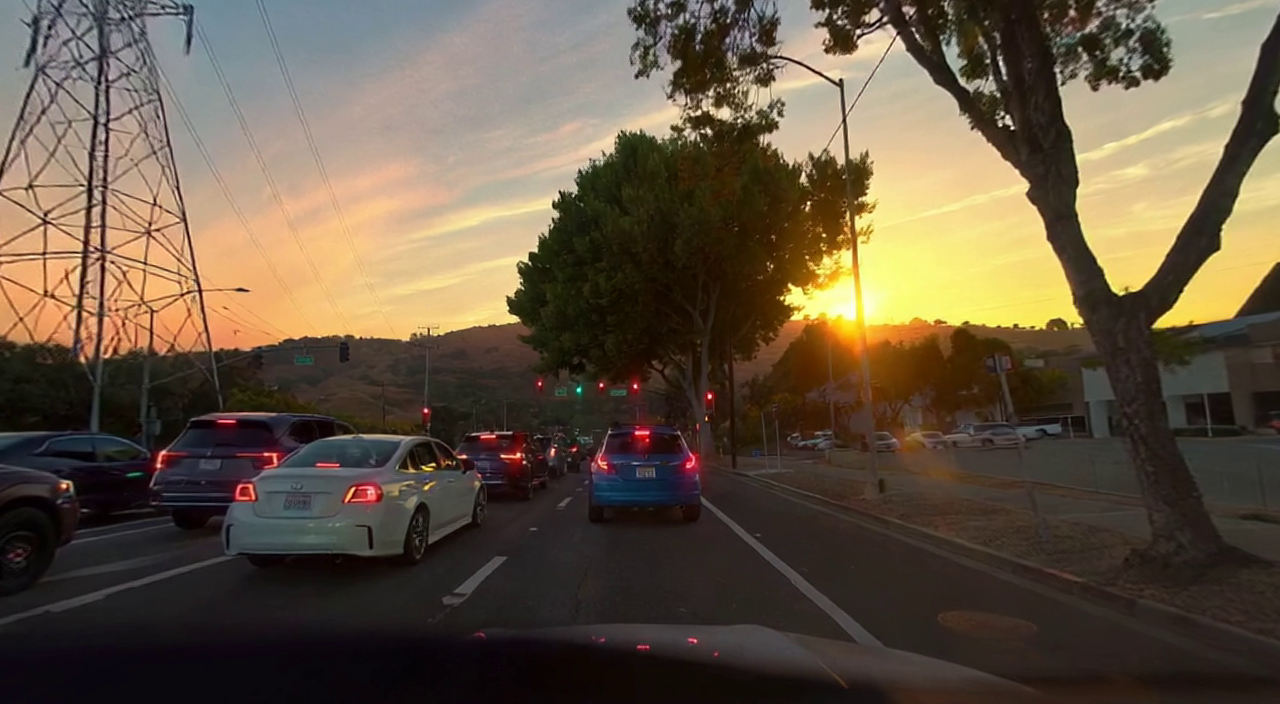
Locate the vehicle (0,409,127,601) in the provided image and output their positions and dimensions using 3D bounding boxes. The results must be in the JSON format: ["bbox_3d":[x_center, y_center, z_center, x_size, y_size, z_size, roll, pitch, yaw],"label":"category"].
[{"bbox_3d":[-6.348,1.189,4.611,1.866,1.602,3.938,0,-8,0],"label":"vehicle"}]

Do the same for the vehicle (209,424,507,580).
[{"bbox_3d":[-3.176,1.764,8.340,1.973,1.469,4.448,0,-8,-1],"label":"vehicle"}]

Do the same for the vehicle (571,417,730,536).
[{"bbox_3d":[0.085,2.072,11.127,2.239,1.661,4.224,0,-8,-2],"label":"vehicle"}]

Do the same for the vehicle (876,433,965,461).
[{"bbox_3d":[15.027,5.106,33.947,3.858,1.437,1.899,1,-8,-6],"label":"vehicle"}]
